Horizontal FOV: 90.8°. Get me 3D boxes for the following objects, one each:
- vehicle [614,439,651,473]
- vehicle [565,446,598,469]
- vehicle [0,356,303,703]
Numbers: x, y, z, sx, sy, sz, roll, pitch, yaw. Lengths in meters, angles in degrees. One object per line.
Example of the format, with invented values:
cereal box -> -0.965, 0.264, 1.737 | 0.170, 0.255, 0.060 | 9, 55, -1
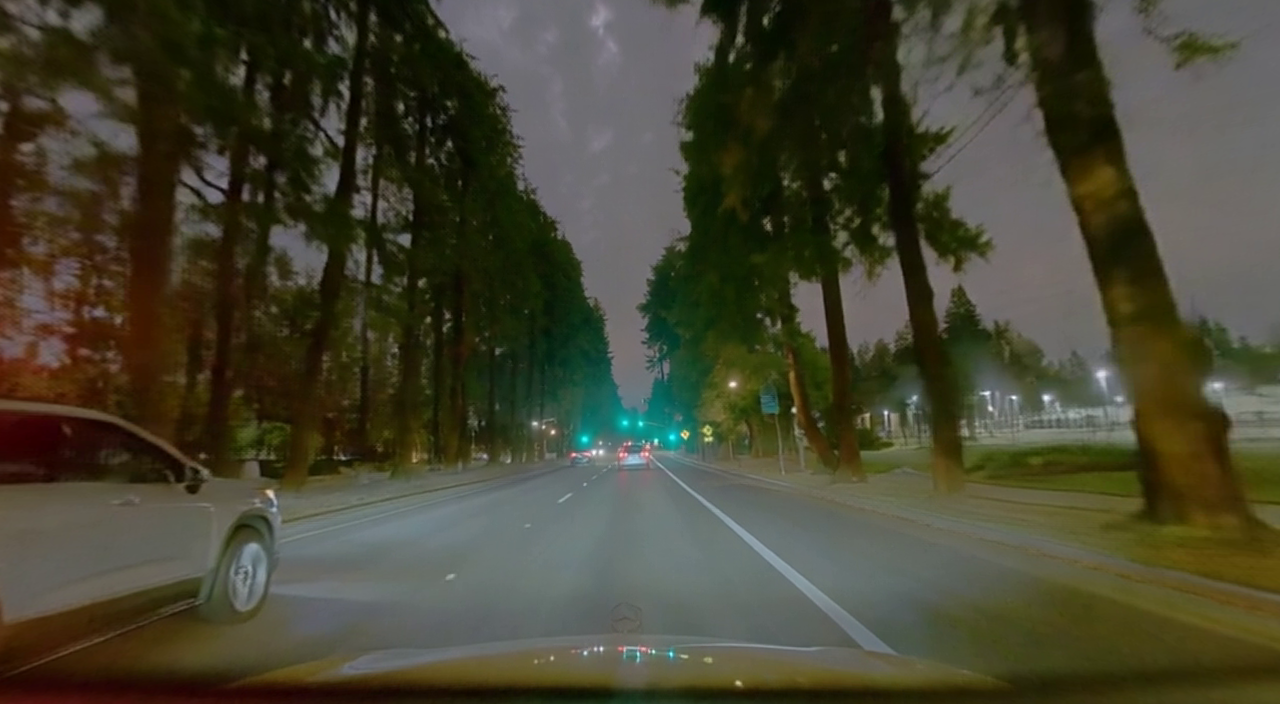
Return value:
vehicle -> -0.405, 5.928, 36.221 | 2.018, 1.769, 3.897 | 0, -8, 0
vehicle -> -4.121, 7.483, 45.075 | 1.936, 1.538, 4.016 | 0, -8, 0
vehicle -> -4.043, 0.959, 3.486 | 1.860, 1.741, 4.479 | 0, -8, 0
